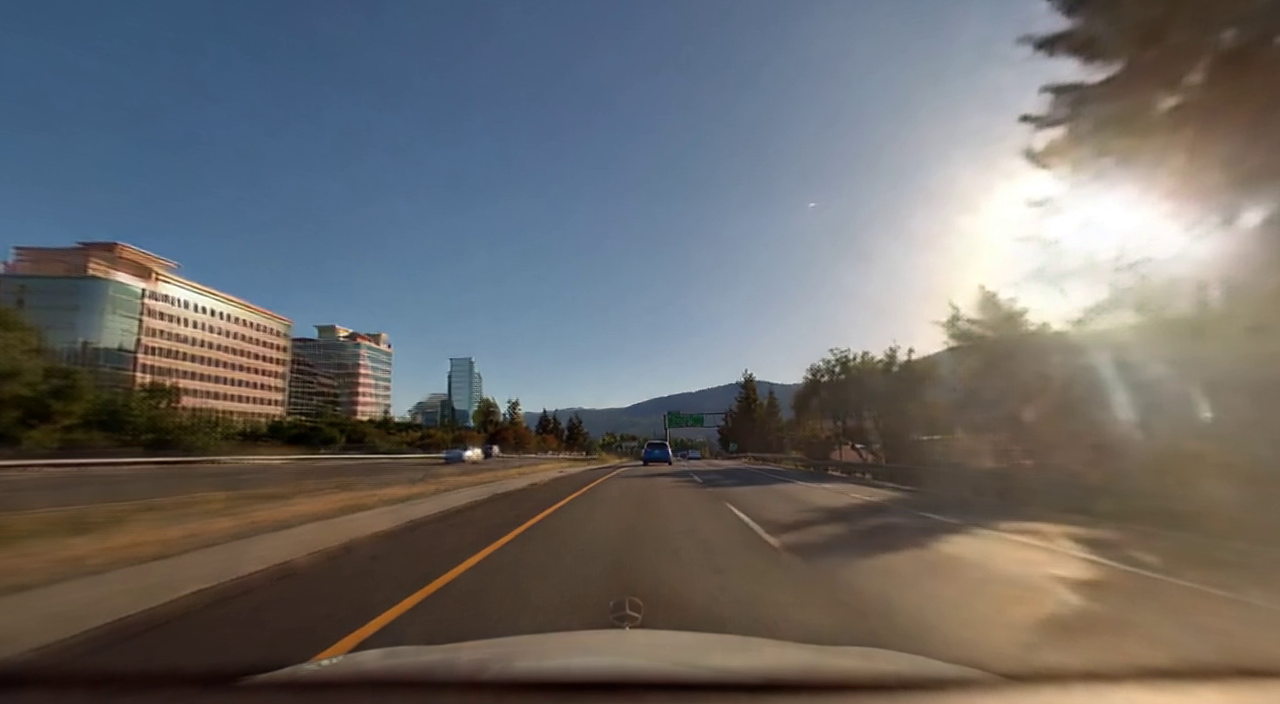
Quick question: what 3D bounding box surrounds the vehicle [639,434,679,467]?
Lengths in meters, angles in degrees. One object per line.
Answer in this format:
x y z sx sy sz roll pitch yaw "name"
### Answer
1.413 6.863 43.753 2.546 2.126 5.153 -1 -8 4 "vehicle"
